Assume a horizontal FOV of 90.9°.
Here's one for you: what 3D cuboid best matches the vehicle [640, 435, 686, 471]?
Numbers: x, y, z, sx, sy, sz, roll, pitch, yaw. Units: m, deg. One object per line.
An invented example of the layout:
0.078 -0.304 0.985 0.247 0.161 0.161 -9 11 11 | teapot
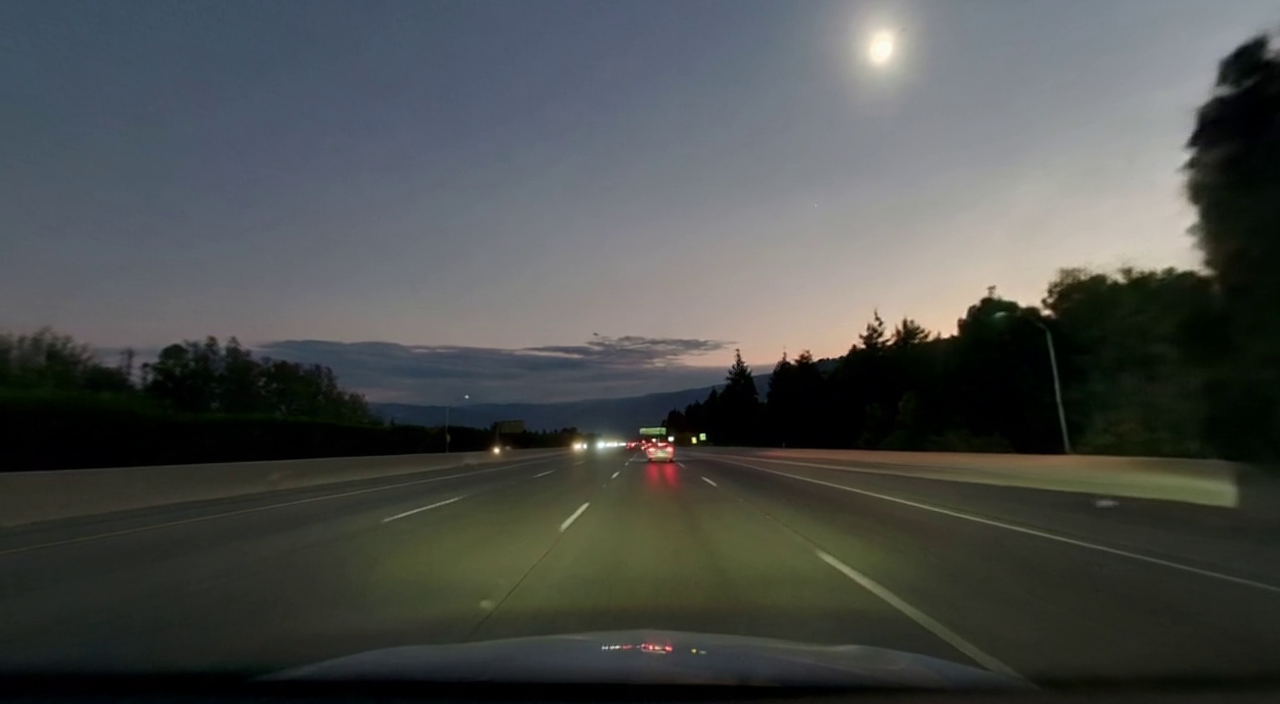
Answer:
1.160 5.364 33.636 2.260 1.766 4.348 0 -8 0 | vehicle
